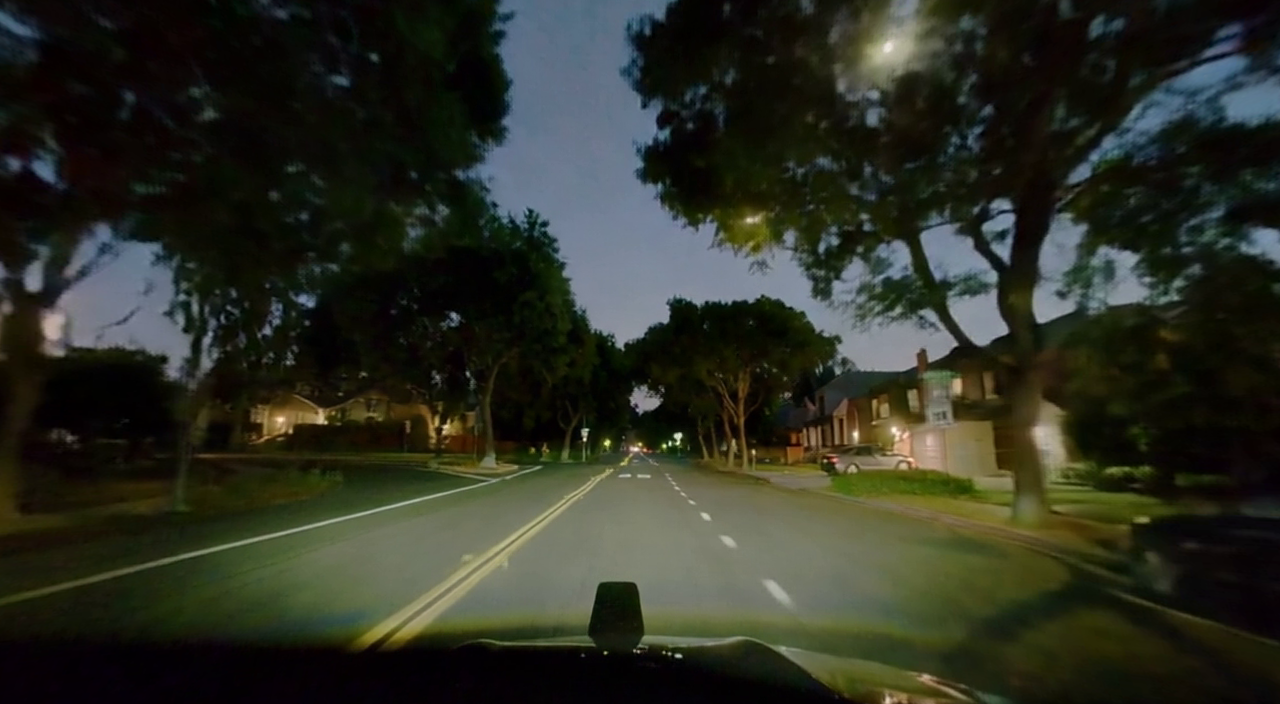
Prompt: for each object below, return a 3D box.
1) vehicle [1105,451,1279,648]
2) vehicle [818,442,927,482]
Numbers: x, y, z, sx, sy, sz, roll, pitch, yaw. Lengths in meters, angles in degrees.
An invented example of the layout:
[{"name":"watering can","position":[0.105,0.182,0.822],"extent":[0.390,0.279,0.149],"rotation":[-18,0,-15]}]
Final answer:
[{"name":"vehicle","position":[5.862,1.375,3.999],"extent":[2.087,1.446,4.755],"rotation":[0,-9,-2]},{"name":"vehicle","position":[11.047,5.234,30.296],"extent":[4.453,1.590,1.861],"rotation":[-3,-6,2]}]
